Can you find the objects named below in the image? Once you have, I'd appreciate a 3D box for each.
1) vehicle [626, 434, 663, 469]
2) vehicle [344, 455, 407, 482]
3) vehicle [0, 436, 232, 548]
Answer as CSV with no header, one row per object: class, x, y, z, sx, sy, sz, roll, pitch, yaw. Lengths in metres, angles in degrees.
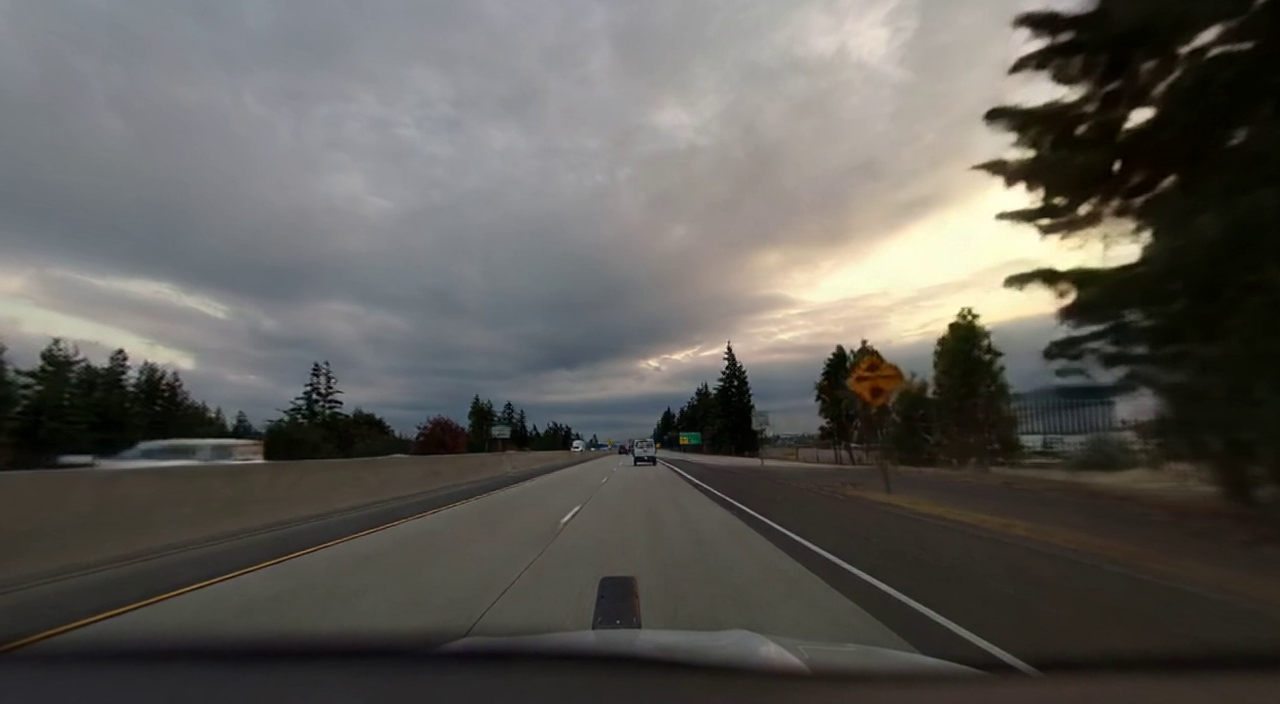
vehicle,0.314,6.425,40.438,2.268,2.122,4.595,-1,-9,1
vehicle,-16.354,7.207,38.990,1.891,1.517,4.540,-1,-9,1
vehicle,-12.206,2.959,14.125,2.243,1.979,5.607,0,-9,0
